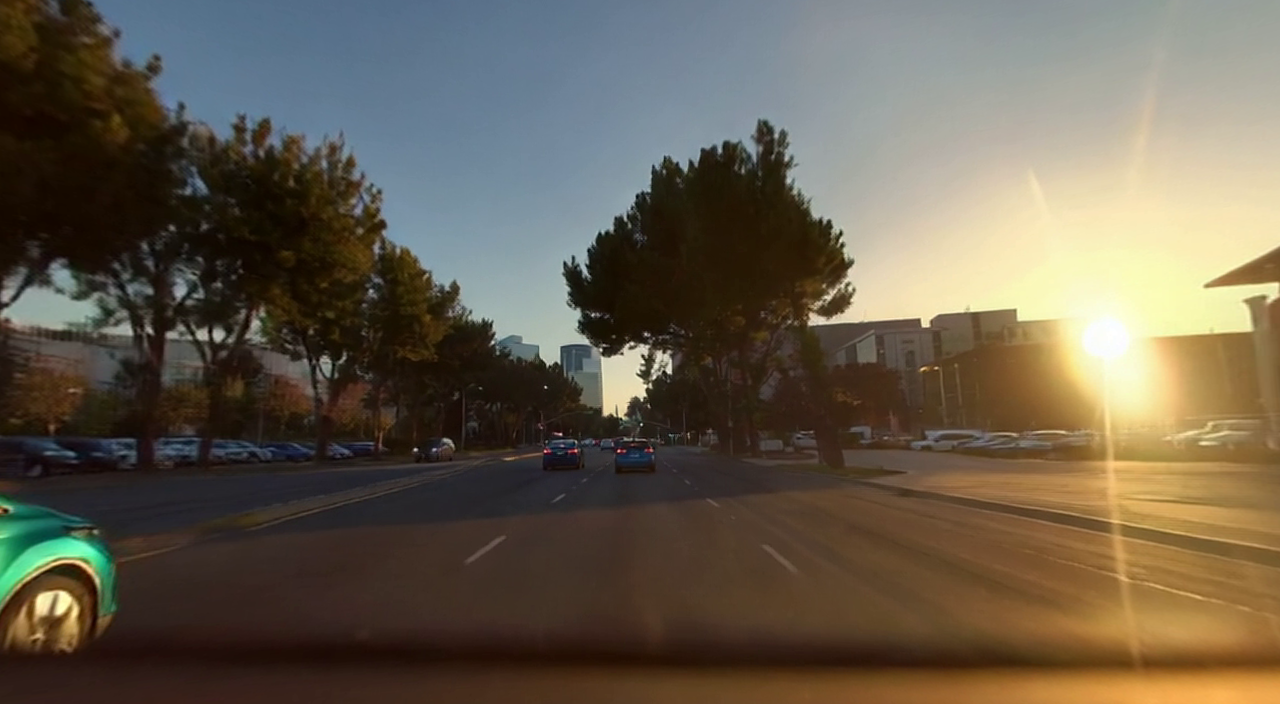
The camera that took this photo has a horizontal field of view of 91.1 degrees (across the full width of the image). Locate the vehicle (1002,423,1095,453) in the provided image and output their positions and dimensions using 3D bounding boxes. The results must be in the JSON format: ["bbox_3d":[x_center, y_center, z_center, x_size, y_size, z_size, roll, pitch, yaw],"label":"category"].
[{"bbox_3d":[24.195,5.177,37.424,2.079,1.656,4.564,1,-10,-8],"label":"vehicle"}]

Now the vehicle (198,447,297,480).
[{"bbox_3d":[-19.637,5.563,31.669,2.039,1.497,4.561,0,-8,0],"label":"vehicle"}]

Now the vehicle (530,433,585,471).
[{"bbox_3d":[-3.980,4.916,30.975,2.113,1.713,4.422,0,-8,0],"label":"vehicle"}]

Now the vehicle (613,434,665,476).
[{"bbox_3d":[-0.051,4.354,26.810,2.042,1.641,4.187,0,-8,0],"label":"vehicle"}]

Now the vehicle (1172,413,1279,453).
[{"bbox_3d":[30.256,4.033,31.189,5.405,1.896,2.219,0,-8,3],"label":"vehicle"}]

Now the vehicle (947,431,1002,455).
[{"bbox_3d":[19.927,5.440,37.549,1.466,1.357,3.288,0,-8,0],"label":"vehicle"}]

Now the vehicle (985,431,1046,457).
[{"bbox_3d":[22.356,5.463,37.469,1.487,1.361,3.317,-1,-6,-1],"label":"vehicle"}]

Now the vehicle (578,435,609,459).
[{"bbox_3d":[-3.602,7.465,49.315,2.047,1.810,4.414,0,-8,1],"label":"vehicle"}]

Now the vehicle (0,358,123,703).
[{"bbox_3d":[-3.733,0.627,1.101,2.070,1.641,4.152,0,-8,0],"label":"vehicle"}]
